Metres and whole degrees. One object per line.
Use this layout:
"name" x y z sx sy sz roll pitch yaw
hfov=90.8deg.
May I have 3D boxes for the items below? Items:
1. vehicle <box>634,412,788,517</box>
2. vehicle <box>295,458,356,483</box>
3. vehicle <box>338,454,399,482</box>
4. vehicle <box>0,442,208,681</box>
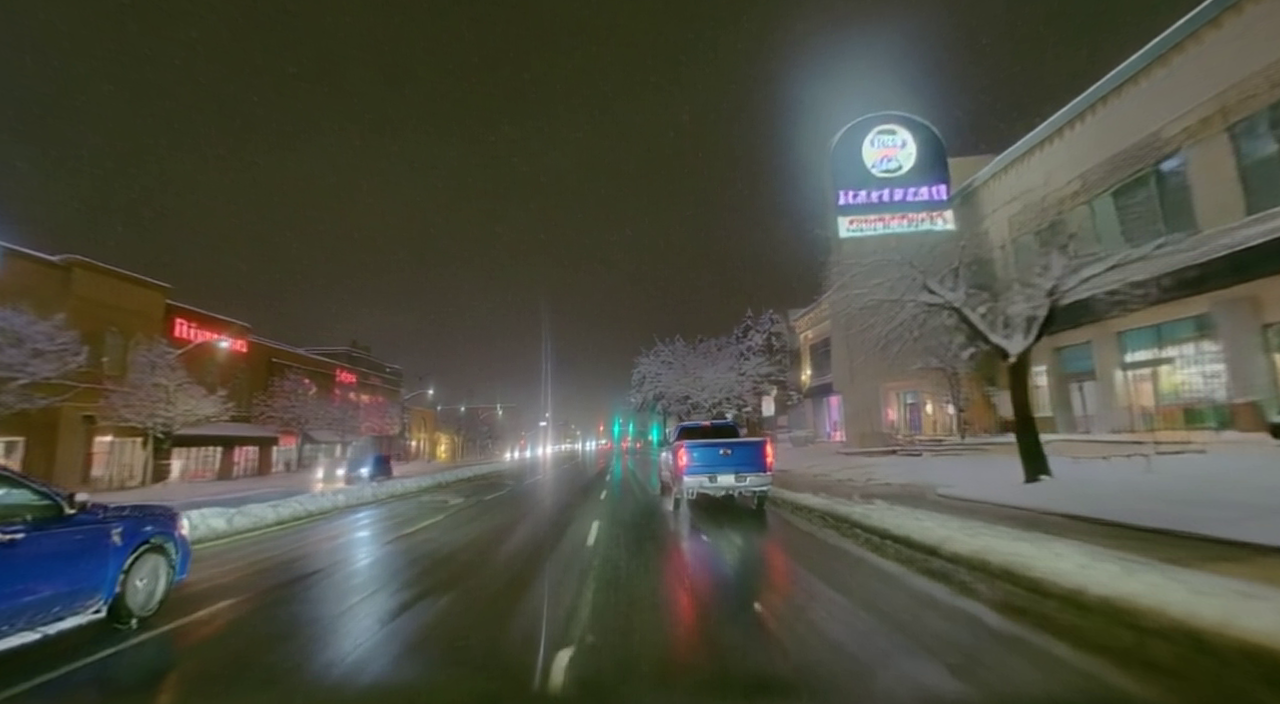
"vehicle" 1.306 2.519 14.775 2.590 1.932 5.776 0 -8 -3
"vehicle" -21.269 8.022 42.935 2.003 1.498 4.440 0 -8 -2
"vehicle" -16.707 7.118 39.121 1.955 1.562 4.340 0 -8 -1
"vehicle" -4.778 1.202 3.362 1.888 1.424 4.553 0 -8 -2
